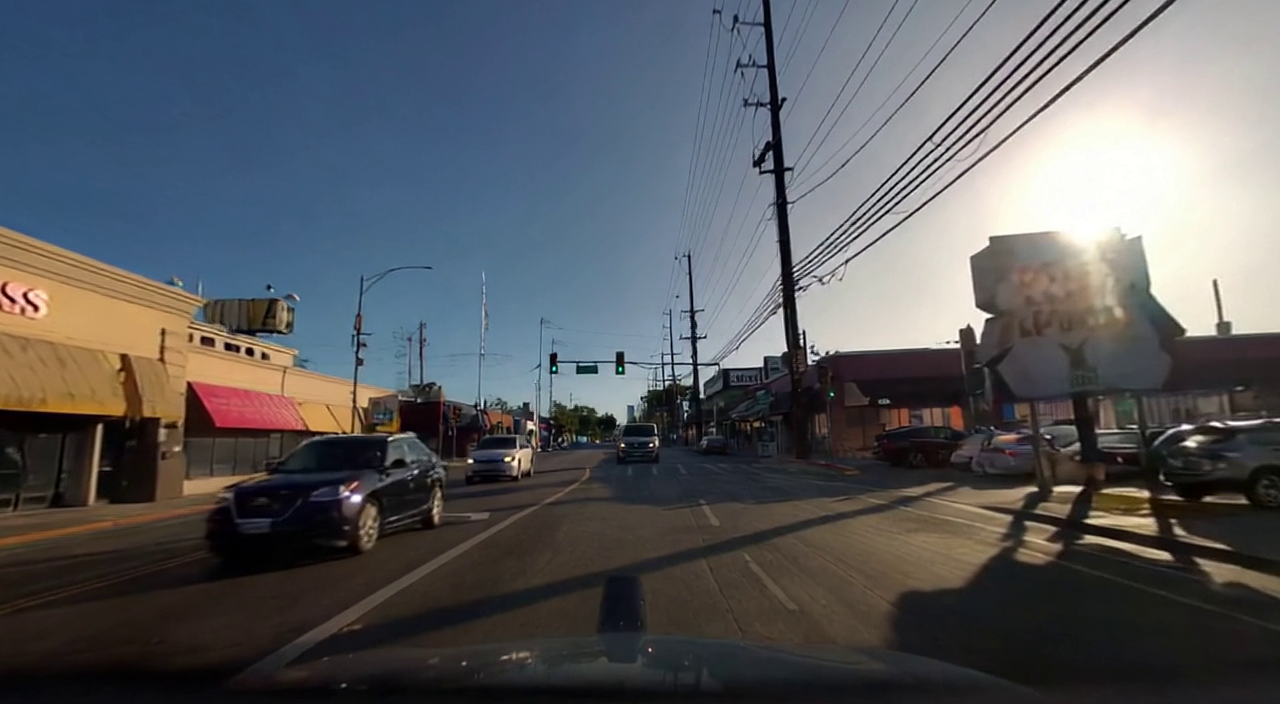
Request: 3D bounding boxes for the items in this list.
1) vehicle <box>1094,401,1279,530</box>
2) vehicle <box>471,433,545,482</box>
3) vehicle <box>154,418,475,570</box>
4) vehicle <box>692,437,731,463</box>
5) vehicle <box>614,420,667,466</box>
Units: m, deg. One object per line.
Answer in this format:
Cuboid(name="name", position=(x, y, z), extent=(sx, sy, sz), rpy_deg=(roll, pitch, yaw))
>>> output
Cuboid(name="vehicle", position=(10.665, 1.752, 10.252), extent=(4.937, 1.827, 2.042), rpy_deg=(-1, -8, 0))
Cuboid(name="vehicle", position=(-4.599, 3.746, 22.628), extent=(1.875, 1.595, 3.901), rpy_deg=(0, -8, -1))
Cuboid(name="vehicle", position=(-4.084, 1.862, 9.181), extent=(2.033, 1.572, 4.939), rpy_deg=(0, -8, 0))
Cuboid(name="vehicle", position=(4.453, 6.197, 40.043), extent=(1.926, 1.482, 4.442), rpy_deg=(0, -8, -1))
Cuboid(name="vehicle", position=(0.033, 5.114, 35.502), extent=(2.683, 2.295, 6.404), rpy_deg=(0, -8, 0))
